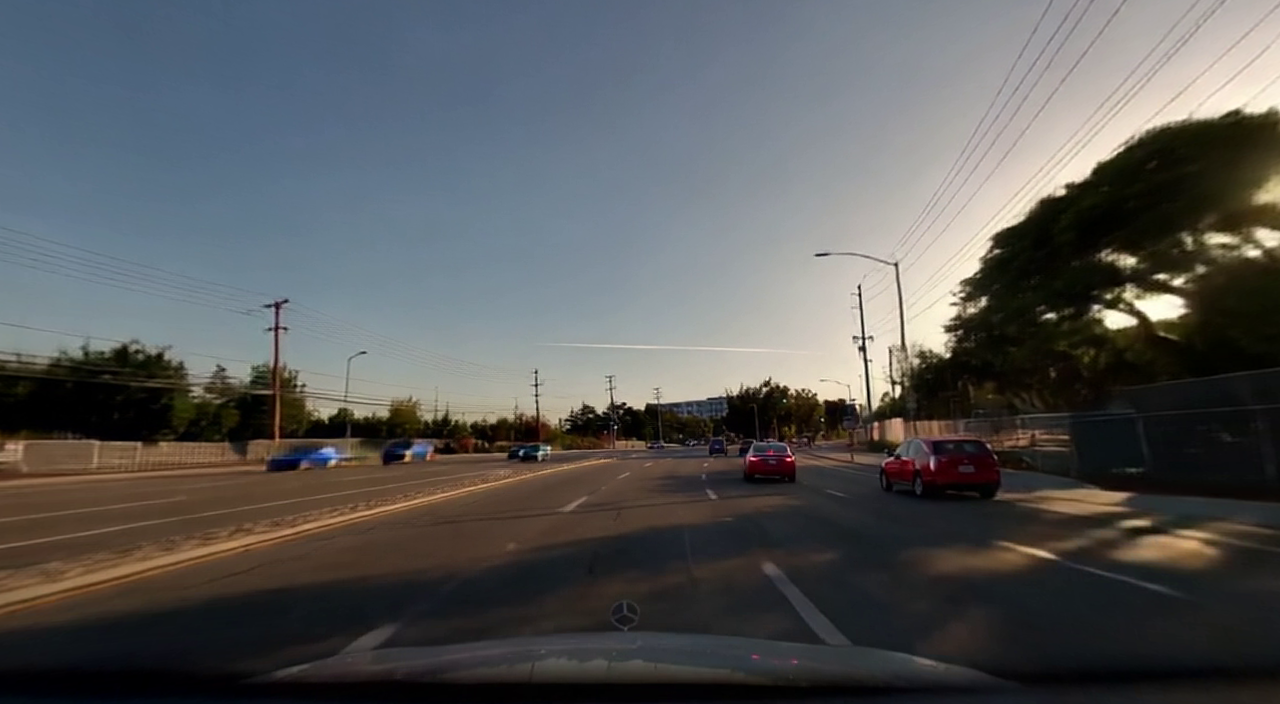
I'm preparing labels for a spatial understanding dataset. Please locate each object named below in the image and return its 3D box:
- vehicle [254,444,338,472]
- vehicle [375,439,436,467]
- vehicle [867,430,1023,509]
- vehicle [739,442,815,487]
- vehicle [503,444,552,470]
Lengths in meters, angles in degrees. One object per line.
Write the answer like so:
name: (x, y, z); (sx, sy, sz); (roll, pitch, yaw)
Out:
vehicle: (-19.945, 6.138, 36.925); (1.859, 1.500, 4.753); (-1, -9, 6)
vehicle: (-15.825, 6.827, 42.920); (1.948, 1.772, 4.491); (-1, -9, 8)
vehicle: (7.787, 3.025, 16.734); (2.029, 1.795, 4.371); (0, -9, 2)
vehicle: (4.836, 4.034, 23.011); (2.035, 1.460, 4.392); (-1, -8, 4)
vehicle: (-7.327, 6.896, 41.632); (2.107, 1.587, 4.514); (-1, -9, 4)
